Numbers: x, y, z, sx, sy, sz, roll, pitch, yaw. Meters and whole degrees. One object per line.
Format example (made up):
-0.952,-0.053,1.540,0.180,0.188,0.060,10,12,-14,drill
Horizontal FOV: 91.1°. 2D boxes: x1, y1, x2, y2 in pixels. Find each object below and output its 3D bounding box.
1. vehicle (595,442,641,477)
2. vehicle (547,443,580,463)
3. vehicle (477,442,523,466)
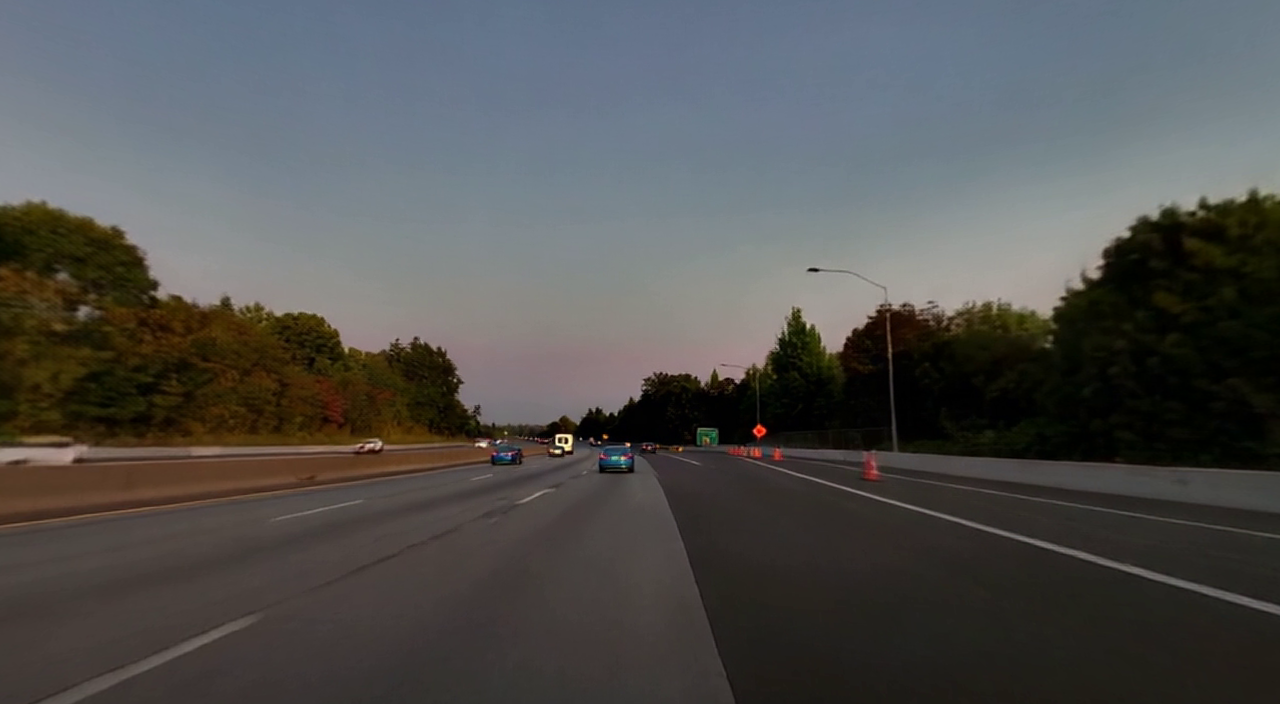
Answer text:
-0.924,4.878,28.952,1.963,1.462,4.681,0,-8,0,vehicle
-5.651,7.459,46.599,1.951,1.439,4.633,0,-8,-1,vehicle
-8.942,6.515,40.364,1.946,1.472,4.472,0,-8,-1,vehicle
